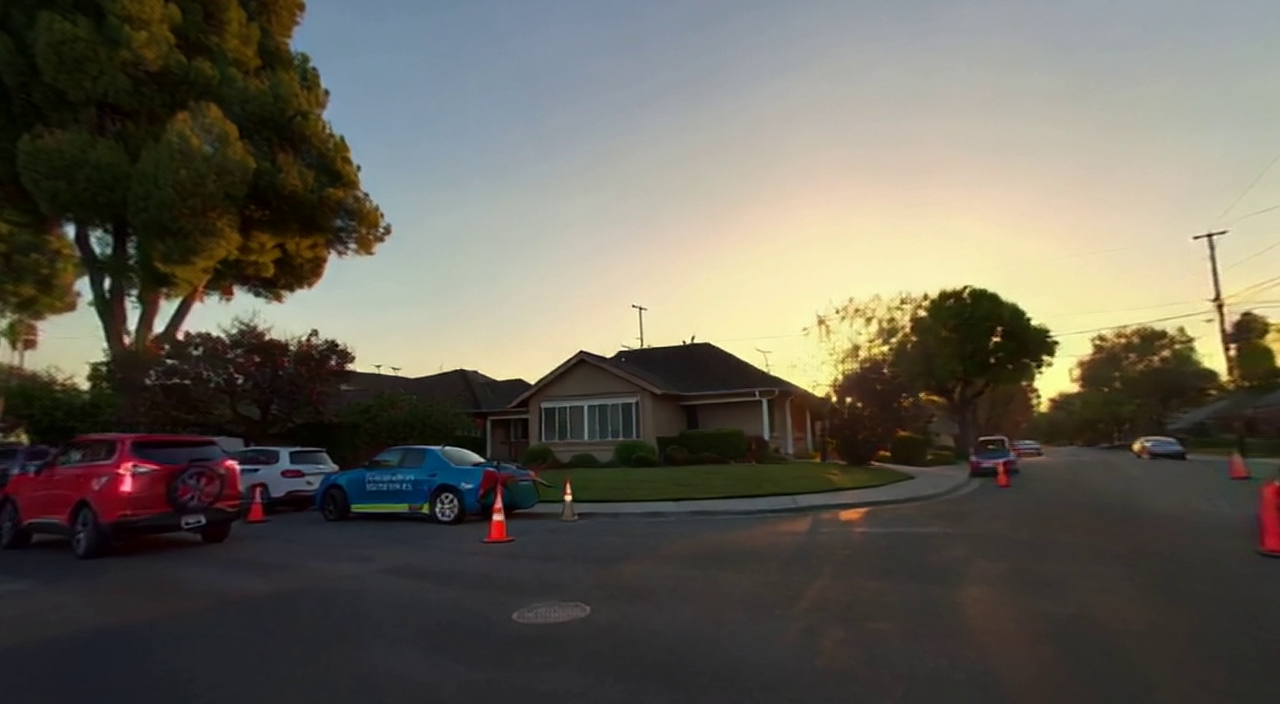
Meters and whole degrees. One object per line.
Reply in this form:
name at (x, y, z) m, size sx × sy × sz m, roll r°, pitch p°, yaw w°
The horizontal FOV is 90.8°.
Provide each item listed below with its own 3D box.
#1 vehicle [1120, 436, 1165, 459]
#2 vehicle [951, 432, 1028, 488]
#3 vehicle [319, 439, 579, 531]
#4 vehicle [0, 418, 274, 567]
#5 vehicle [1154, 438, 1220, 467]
vehicle at (36.982, 7.028, 46.572) m, size 1.869 × 1.635 × 4.043 m, roll -5°, pitch -10°, yaw 29°
vehicle at (12.433, 3.751, 22.347) m, size 2.014 × 1.742 × 4.297 m, roll -6°, pitch -10°, yaw 31°
vehicle at (-3.858, 2.550, 12.766) m, size 4.710 × 1.515 × 2.400 m, roll -5°, pitch -10°, yaw 30°
vehicle at (-7.916, 1.985, 9.651) m, size 4.094 × 1.748 × 2.350 m, roll -6°, pitch -10°, yaw 33°
vehicle at (29.694, 5.452, 34.431) m, size 1.829 × 1.447 × 4.183 m, roll -5°, pitch -10°, yaw 29°
